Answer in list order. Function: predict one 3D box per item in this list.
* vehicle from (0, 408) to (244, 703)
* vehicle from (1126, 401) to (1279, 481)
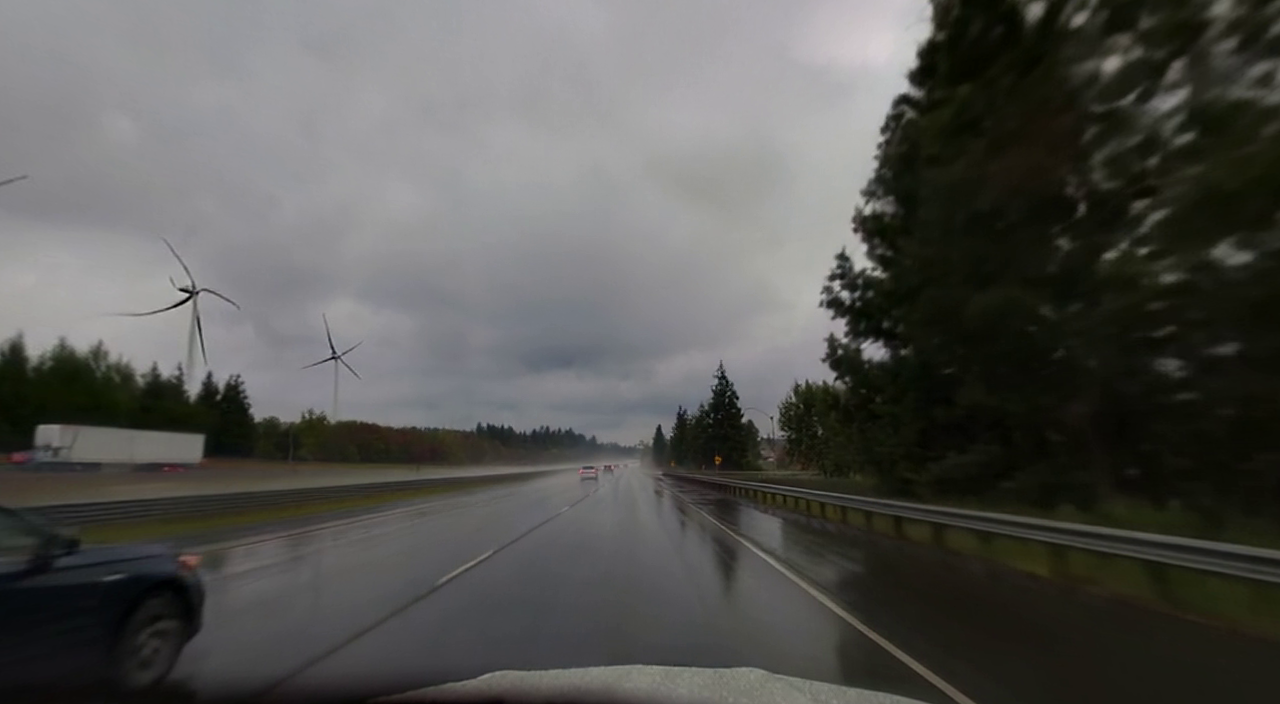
[{"bbox_3d":[-3.446,0.824,1.713,2.001,1.486,4.104,1,-10,0],"label":"vehicle"},{"bbox_3d":[35.079,5.120,35.747,11.082,4.307,2.970,-9,-14,43],"label":"vehicle"}]
